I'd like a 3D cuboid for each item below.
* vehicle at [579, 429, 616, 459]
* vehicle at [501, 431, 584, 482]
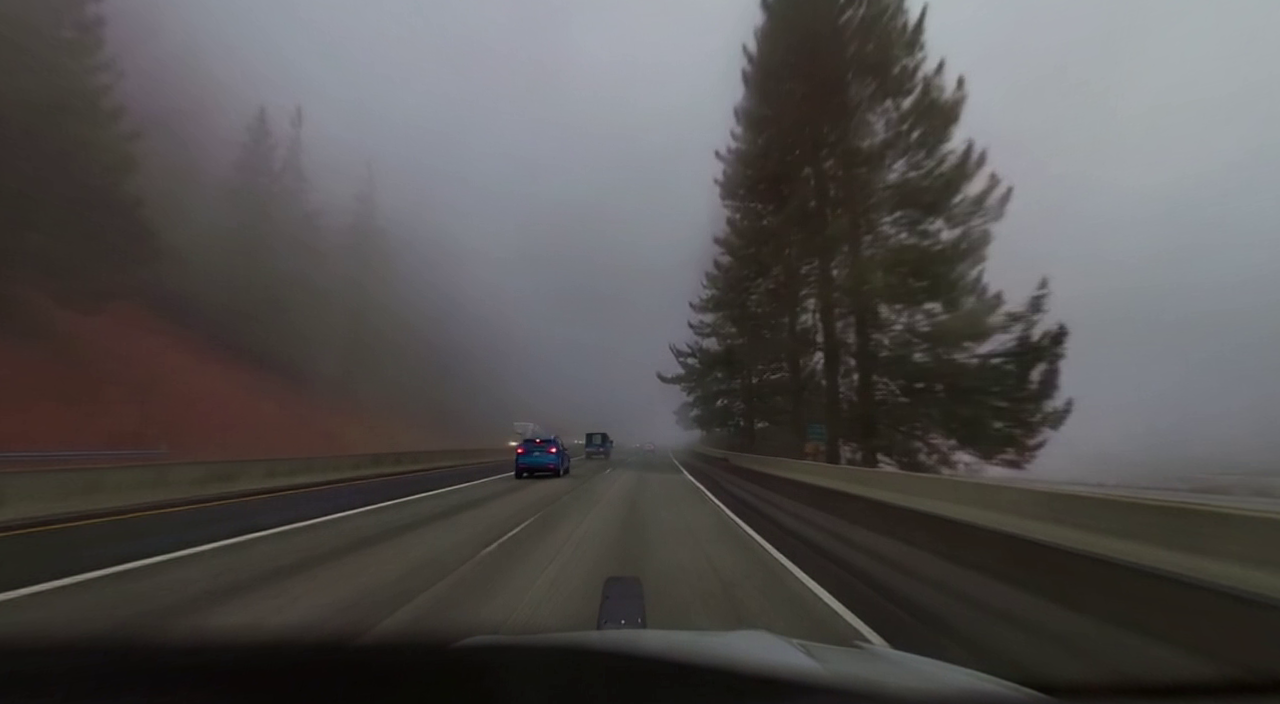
[{"bbox_3d":[-3.072,6.850,46.700,2.241,2.095,4.985,0,-8,2],"label":"vehicle"},{"bbox_3d":[-3.275,3.618,22.070,2.053,1.589,4.671,0,-8,2],"label":"vehicle"}]
